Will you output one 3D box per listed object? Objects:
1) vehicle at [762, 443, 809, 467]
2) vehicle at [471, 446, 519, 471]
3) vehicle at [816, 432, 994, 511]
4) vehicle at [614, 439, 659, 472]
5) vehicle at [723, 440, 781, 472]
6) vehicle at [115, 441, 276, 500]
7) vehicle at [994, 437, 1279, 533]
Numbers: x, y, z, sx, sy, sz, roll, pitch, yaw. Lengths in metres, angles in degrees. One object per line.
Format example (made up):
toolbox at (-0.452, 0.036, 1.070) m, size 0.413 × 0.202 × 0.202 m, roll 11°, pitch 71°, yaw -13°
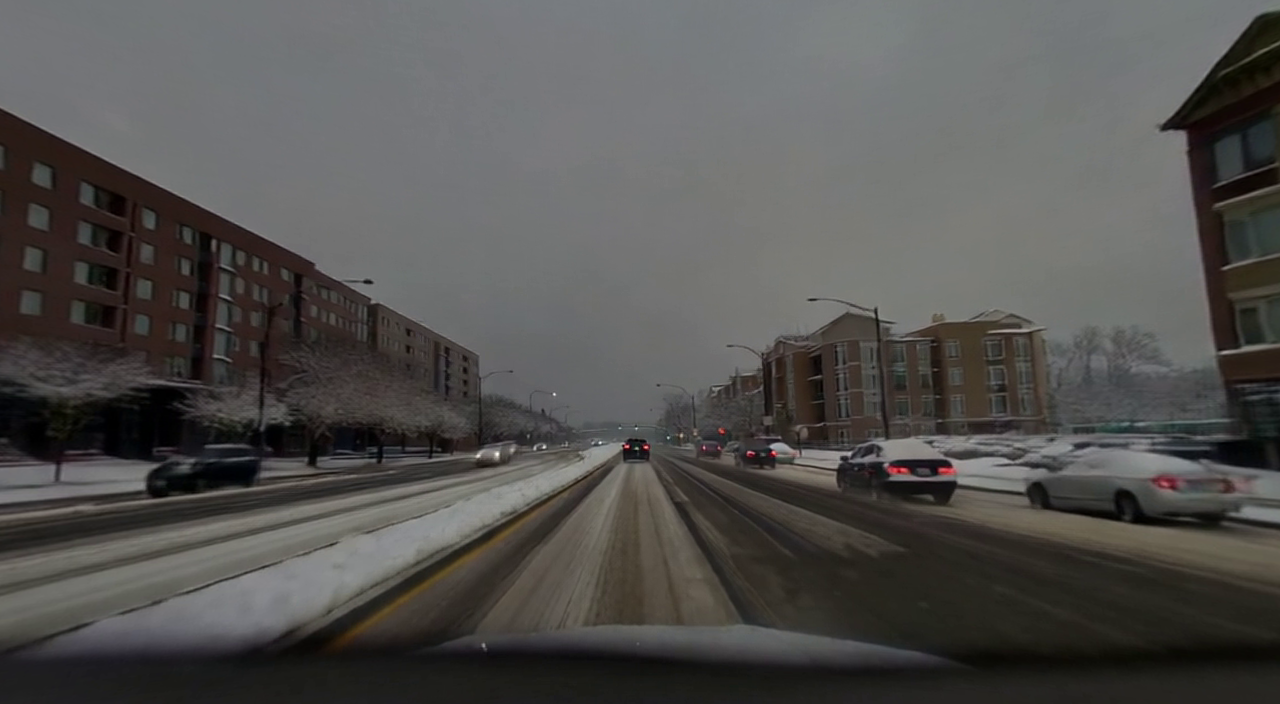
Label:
vehicle at (9.938, 7.066, 43.300) m, size 2.089 × 1.508 × 4.323 m, roll 0°, pitch -9°, yaw -2°
vehicle at (-8.605, 6.347, 37.680) m, size 1.869 × 1.419 × 4.183 m, roll 0°, pitch -8°, yaw 0°
vehicle at (6.043, 2.778, 15.198) m, size 2.121 × 1.557 × 4.898 m, roll 0°, pitch -8°, yaw -1°
vehicle at (-0.173, 5.172, 31.695) m, size 2.106 × 1.553 × 3.964 m, roll 0°, pitch -8°, yaw 0°
vehicle at (5.758, 5.369, 32.789) m, size 2.154 × 1.554 × 4.149 m, roll 0°, pitch -8°, yaw -2°
vehicle at (-15.147, 4.029, 21.895) m, size 2.096 × 1.796 × 4.825 m, roll 0°, pitch -8°, yaw -1°
vehicle at (9.835, 2.552, 12.831) m, size 2.181 × 1.546 × 4.845 m, roll 0°, pitch -9°, yaw -3°
